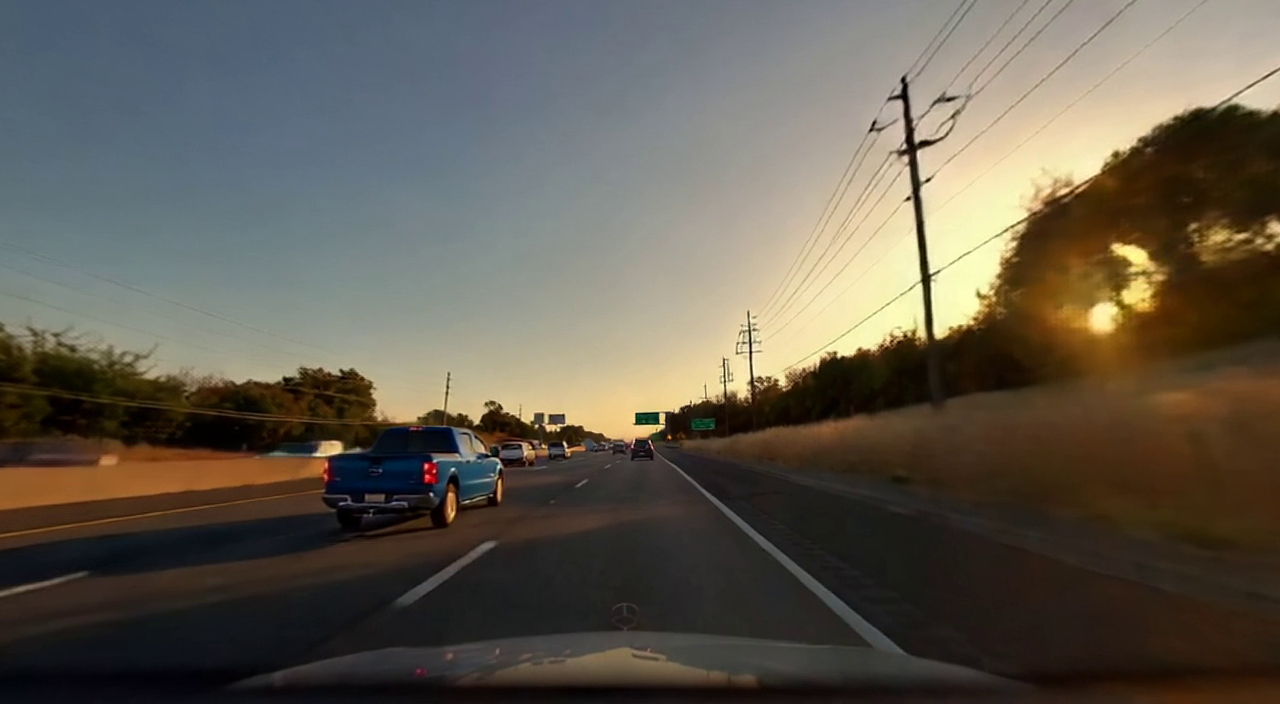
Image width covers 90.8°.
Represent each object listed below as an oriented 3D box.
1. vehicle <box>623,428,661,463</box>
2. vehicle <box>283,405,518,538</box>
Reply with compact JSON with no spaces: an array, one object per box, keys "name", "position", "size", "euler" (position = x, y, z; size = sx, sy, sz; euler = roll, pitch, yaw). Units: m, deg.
[{"name":"vehicle","position":[0.101,6.158,41.502],"size":[2.358,2.144,4.713],"euler":[0,-8,0]},{"name":"vehicle","position":[-3.817,2.039,11.420],"size":[2.204,1.812,5.289],"euler":[0,-8,0]}]
